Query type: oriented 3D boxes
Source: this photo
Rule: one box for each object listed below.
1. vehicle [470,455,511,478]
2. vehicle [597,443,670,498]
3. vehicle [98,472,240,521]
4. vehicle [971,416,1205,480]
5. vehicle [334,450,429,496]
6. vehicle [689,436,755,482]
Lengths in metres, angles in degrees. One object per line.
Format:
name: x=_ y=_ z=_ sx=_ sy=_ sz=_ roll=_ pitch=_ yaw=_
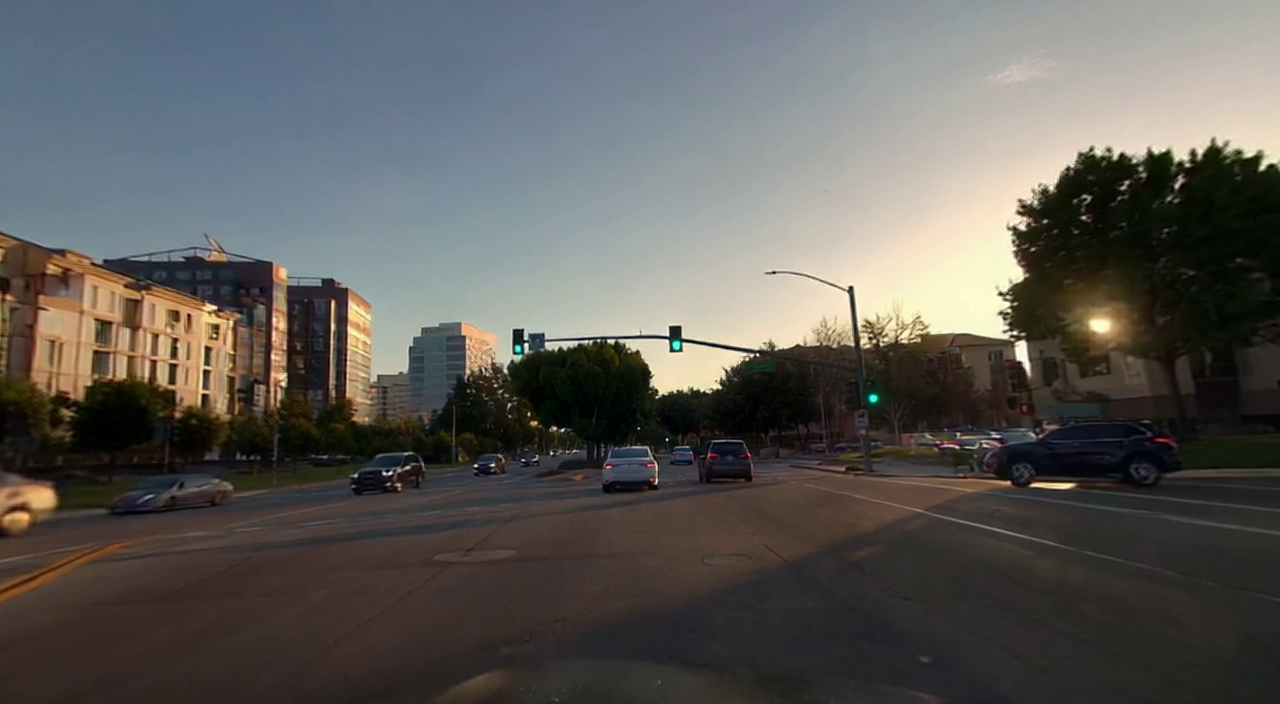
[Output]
vehicle: x=-10.757 y=8.263 z=45.717 sx=1.808 sy=1.512 sz=4.447 roll=0 pitch=-9 yaw=1
vehicle: x=-0.192 y=3.589 z=19.493 sx=2.034 sy=1.500 sz=3.966 roll=0 pitch=-9 yaw=0
vehicle: x=-16.971 y=5.197 z=23.106 sx=1.957 sy=1.444 sz=4.306 roll=0 pitch=-9 yaw=-2
vehicle: x=15.209 y=3.333 z=21.948 sx=6.013 sy=2.030 sz=2.461 roll=-2 pitch=-9 yaw=12
vehicle: x=-11.056 y=5.176 z=27.432 sx=2.102 sy=1.758 sz=4.532 roll=0 pitch=-9 yaw=1
vehicle: x=3.364 y=4.479 z=26.745 sx=2.107 sy=1.773 sz=4.557 roll=0 pitch=-9 yaw=-1
